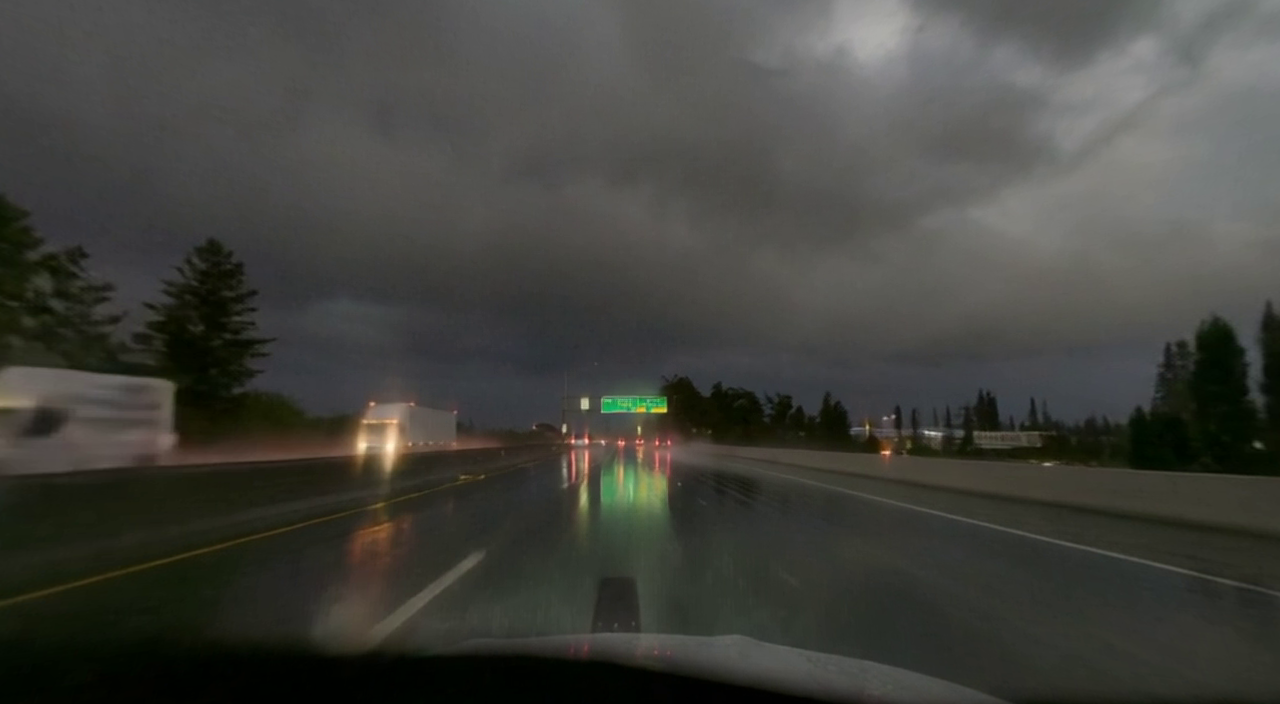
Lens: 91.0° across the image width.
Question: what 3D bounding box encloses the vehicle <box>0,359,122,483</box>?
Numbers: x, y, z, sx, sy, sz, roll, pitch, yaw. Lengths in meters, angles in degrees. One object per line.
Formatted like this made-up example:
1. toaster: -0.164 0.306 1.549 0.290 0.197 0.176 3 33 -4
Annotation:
1. vehicle: -15.253 1.520 13.798 2.366 2.696 6.313 0 -8 0
